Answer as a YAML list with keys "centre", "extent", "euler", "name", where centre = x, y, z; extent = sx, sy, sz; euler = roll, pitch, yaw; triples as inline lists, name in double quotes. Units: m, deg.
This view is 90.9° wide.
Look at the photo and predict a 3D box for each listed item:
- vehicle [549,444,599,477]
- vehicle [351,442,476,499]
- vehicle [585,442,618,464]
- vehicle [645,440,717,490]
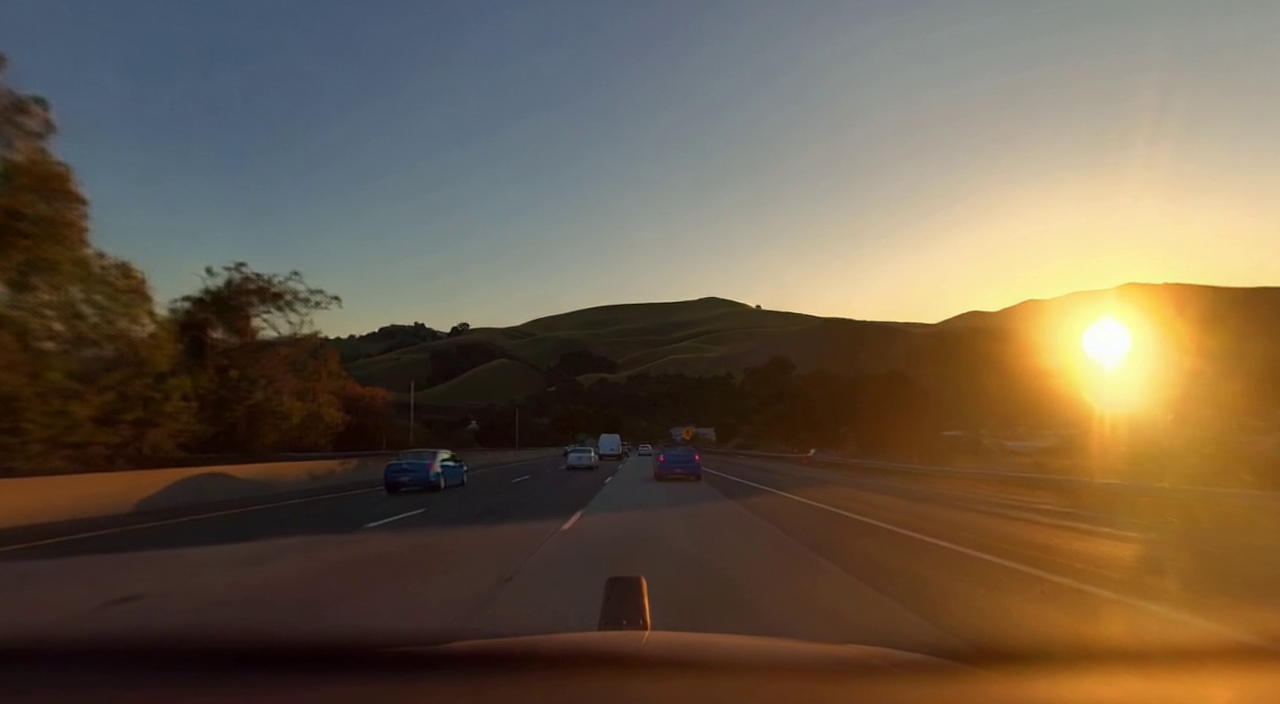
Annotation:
- centre: [-3.195, 5.315, 31.282]
  extent: [1.990, 1.501, 4.250]
  euler: [0, -8, 0]
  name: "vehicle"
- centre: [-6.684, 3.522, 19.299]
  extent: [2.012, 1.504, 4.729]
  euler: [0, -8, 1]
  name: "vehicle"
- centre: [-2.978, 7.869, 49.237]
  extent: [2.270, 1.660, 4.101]
  euler: [0, -8, 0]
  name: "vehicle"
- centre: [1.262, 3.776, 21.388]
  extent: [2.050, 1.491, 4.362]
  euler: [0, -8, -1]
  name: "vehicle"
